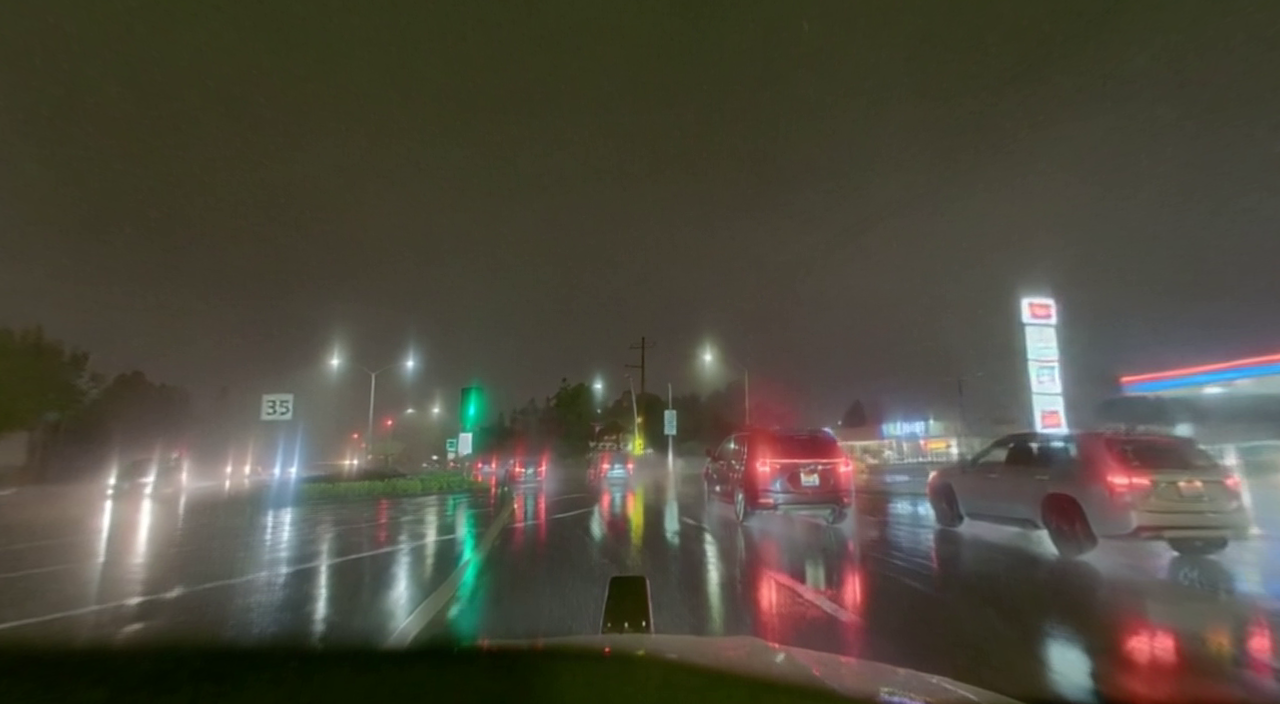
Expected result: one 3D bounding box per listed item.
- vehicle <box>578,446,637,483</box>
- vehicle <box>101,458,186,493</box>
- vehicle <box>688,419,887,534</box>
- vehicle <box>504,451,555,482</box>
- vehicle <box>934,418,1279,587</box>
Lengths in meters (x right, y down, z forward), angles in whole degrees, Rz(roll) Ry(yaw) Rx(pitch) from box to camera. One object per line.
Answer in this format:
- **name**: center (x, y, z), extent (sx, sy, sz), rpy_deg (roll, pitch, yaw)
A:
- **vehicle**: center (-1.609, 5.291, 29.991), extent (2.012, 1.612, 4.114), rpy_deg (2, -9, -14)
- **vehicle**: center (-24.330, 6.010, 31.041), extent (1.821, 1.521, 3.874), rpy_deg (2, -9, -16)
- **vehicle**: center (2.513, 2.301, 12.307), extent (2.184, 1.777, 4.712), rpy_deg (1, -9, -8)
- **vehicle**: center (-5.971, 6.059, 33.693), extent (2.107, 1.527, 4.174), rpy_deg (3, -9, -18)
- **vehicle**: center (5.990, 1.778, 8.330), extent (1.881, 1.604, 4.289), rpy_deg (1, -8, -4)
